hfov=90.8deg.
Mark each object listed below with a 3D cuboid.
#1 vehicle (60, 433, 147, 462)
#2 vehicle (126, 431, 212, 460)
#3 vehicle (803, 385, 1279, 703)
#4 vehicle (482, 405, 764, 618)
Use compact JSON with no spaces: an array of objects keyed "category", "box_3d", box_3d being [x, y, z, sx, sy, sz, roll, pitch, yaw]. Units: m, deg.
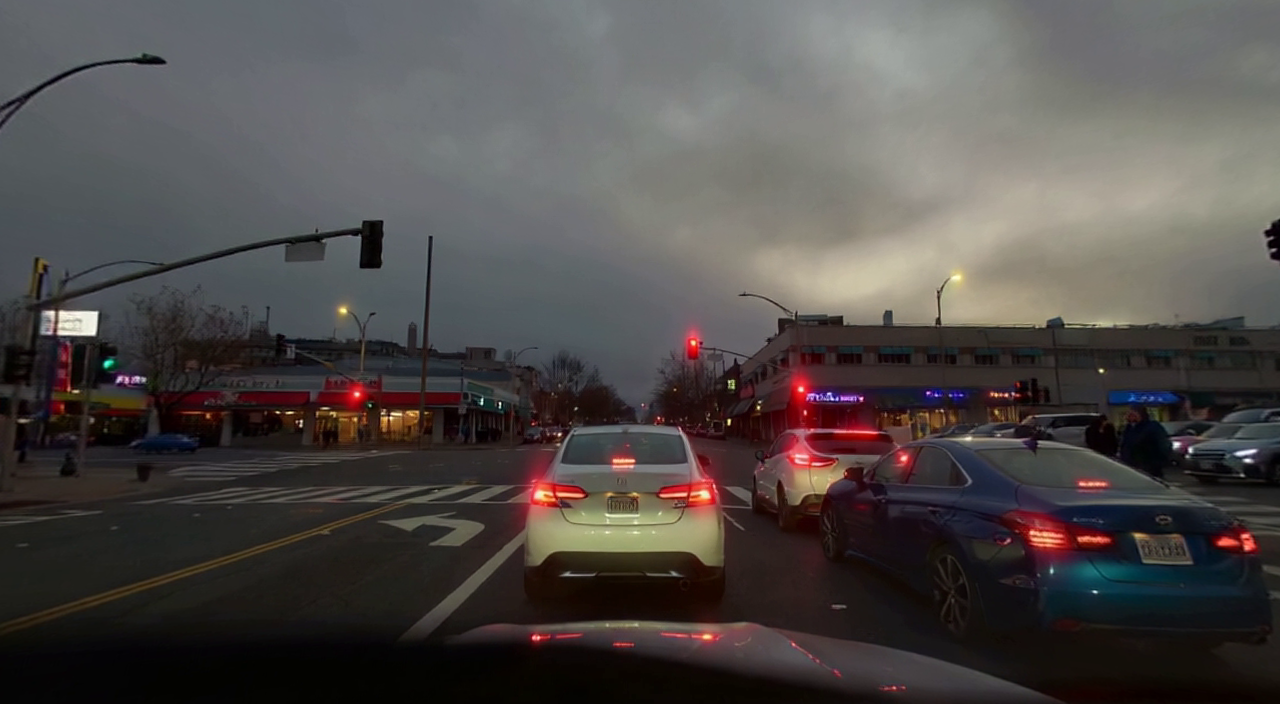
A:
[{"category":"vehicle","box_3d":[-31.039,5.524,36.539,4.253,1.570,2.132,-4,-9,25]},{"category":"vehicle","box_3d":[-30.105,5.984,40.369,5.003,1.799,2.066,-4,-9,23]},{"category":"vehicle","box_3d":[3.037,1.313,5.447,1.983,1.654,4.354,0,-8,-1]},{"category":"vehicle","box_3d":[-0.134,1.548,7.186,2.123,1.589,4.702,0,-8,0]}]
